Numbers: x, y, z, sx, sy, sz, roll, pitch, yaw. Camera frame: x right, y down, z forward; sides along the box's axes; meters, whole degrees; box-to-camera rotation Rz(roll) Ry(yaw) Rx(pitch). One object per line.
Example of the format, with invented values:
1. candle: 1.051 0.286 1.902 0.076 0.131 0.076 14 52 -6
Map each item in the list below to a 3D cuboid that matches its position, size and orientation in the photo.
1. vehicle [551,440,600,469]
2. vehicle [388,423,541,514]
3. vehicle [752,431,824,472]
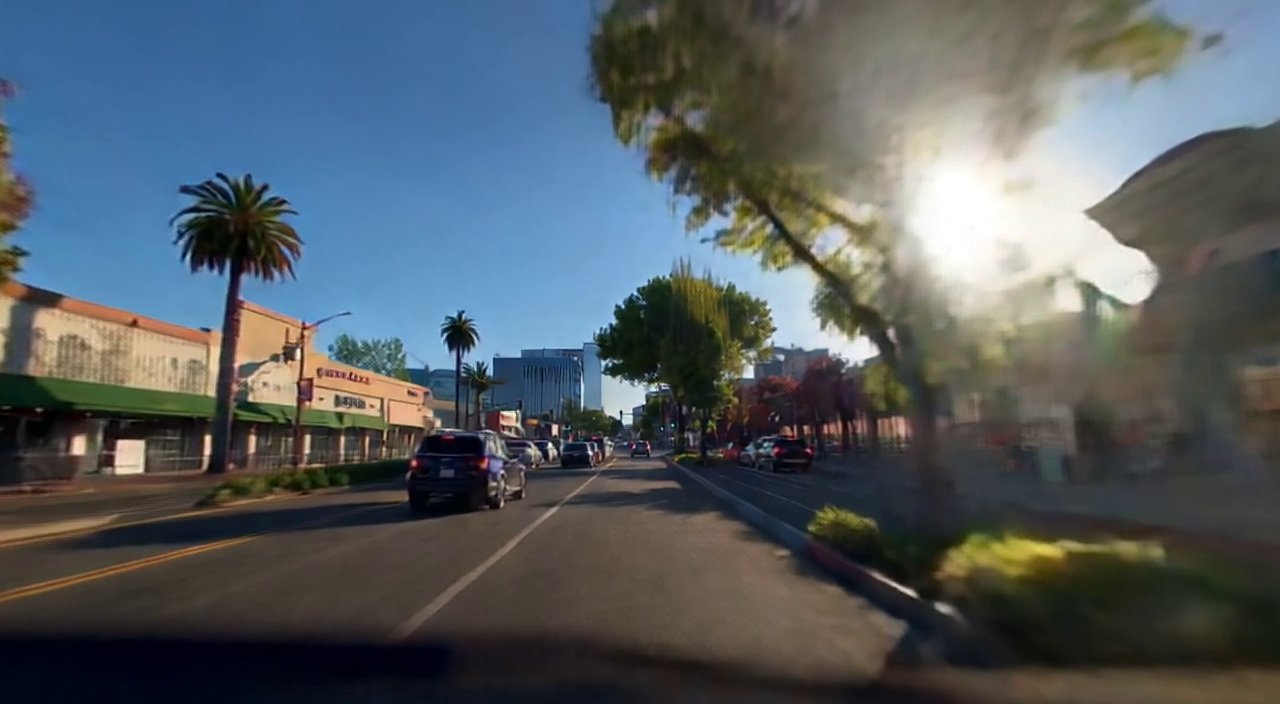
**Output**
1. vehicle: -3.399 5.526 34.061 2.044 1.462 4.624 0 -9 1
2. vehicle: -3.524 2.431 13.567 2.024 1.636 4.121 0 -9 1
3. vehicle: 7.505 5.126 32.634 2.256 1.936 5.838 0 -9 0
